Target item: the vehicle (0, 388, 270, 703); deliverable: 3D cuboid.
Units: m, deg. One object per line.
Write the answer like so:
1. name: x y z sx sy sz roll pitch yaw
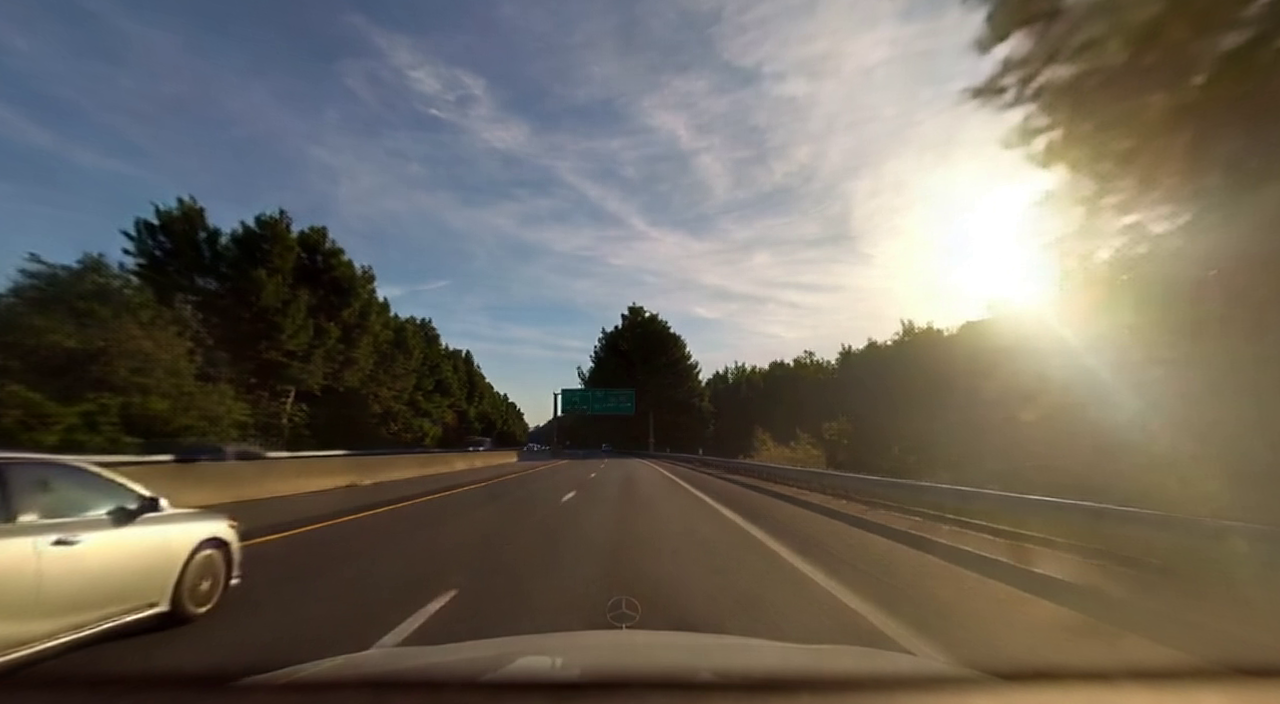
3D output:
1. vehicle: -3.854 0.941 2.825 1.990 1.532 3.911 0 -9 0
